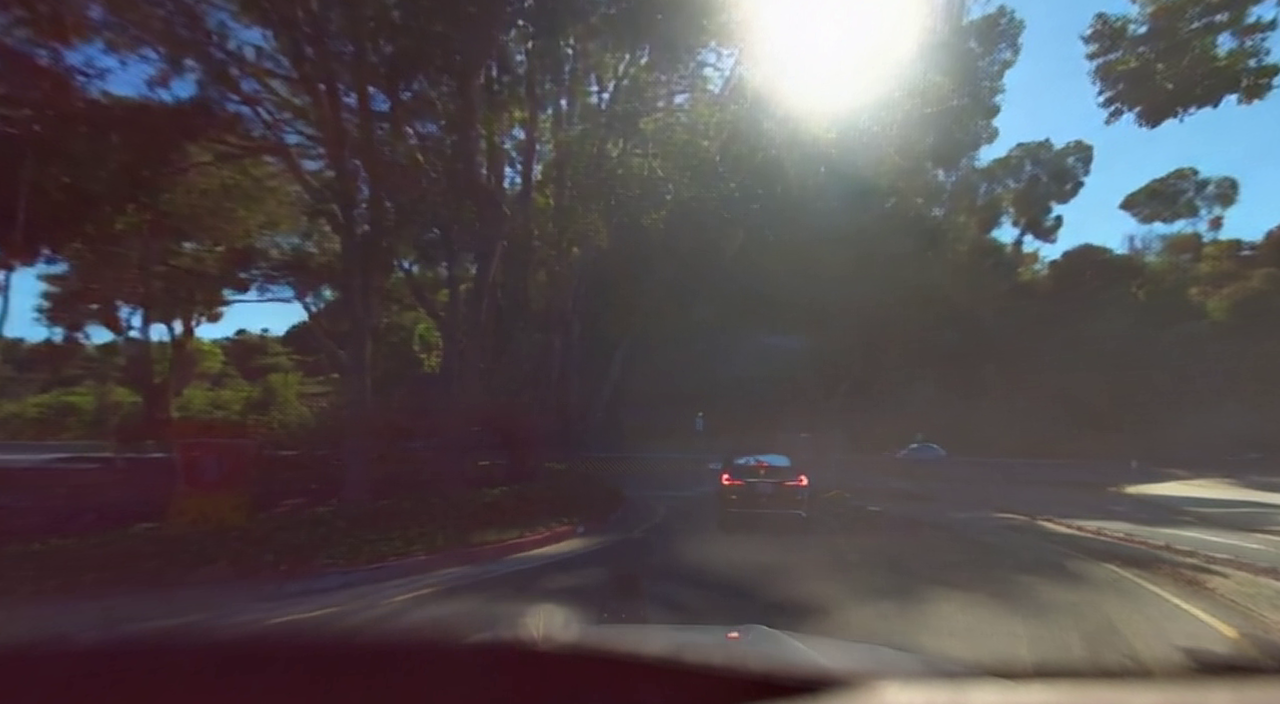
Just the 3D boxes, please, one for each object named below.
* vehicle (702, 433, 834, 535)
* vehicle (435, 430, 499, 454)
[{"bbox_3d":[2.458,2.478,12.310,2.078,1.607,4.010,-2,-10,11],"label":"vehicle"},{"bbox_3d":[-11.746,6.169,42.886,4.045,1.569,1.781,2,-10,-15],"label":"vehicle"}]
